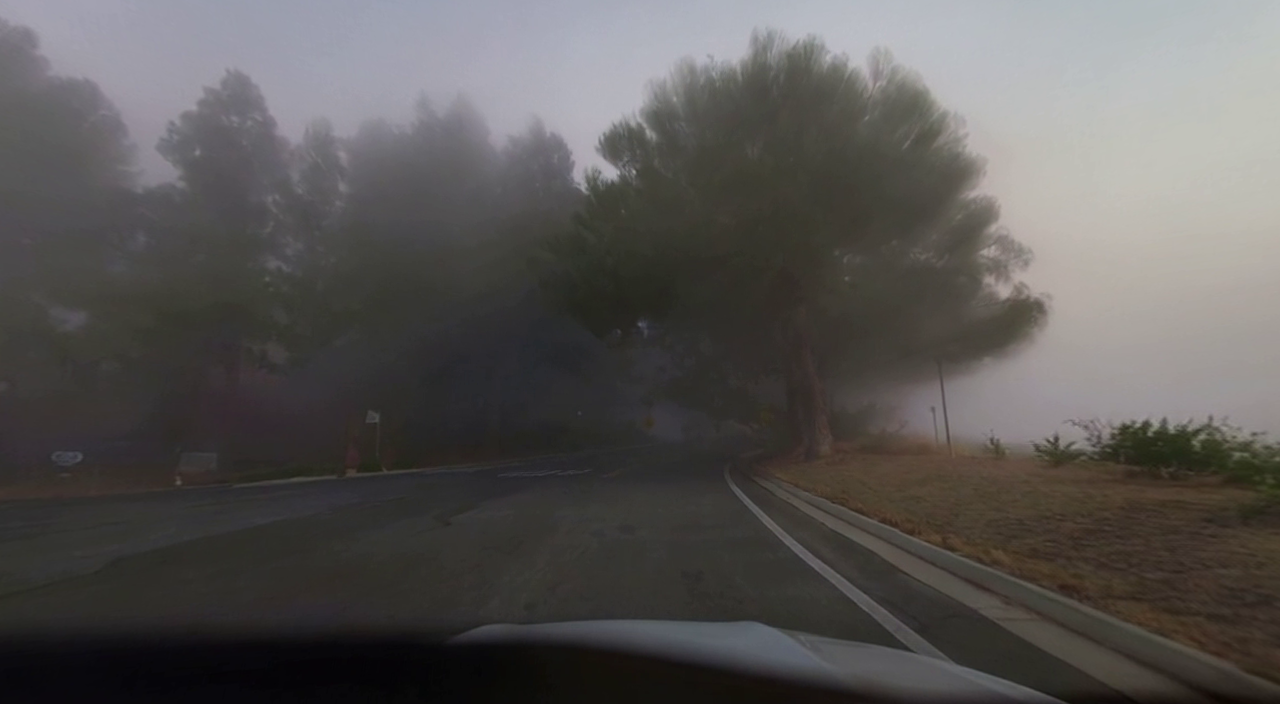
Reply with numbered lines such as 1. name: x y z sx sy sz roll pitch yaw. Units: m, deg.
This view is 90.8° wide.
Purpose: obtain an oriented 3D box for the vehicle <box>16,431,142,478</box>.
1. vehicle: -28.373 5.169 32.056 4.733 1.892 1.939 -4 -5 2
